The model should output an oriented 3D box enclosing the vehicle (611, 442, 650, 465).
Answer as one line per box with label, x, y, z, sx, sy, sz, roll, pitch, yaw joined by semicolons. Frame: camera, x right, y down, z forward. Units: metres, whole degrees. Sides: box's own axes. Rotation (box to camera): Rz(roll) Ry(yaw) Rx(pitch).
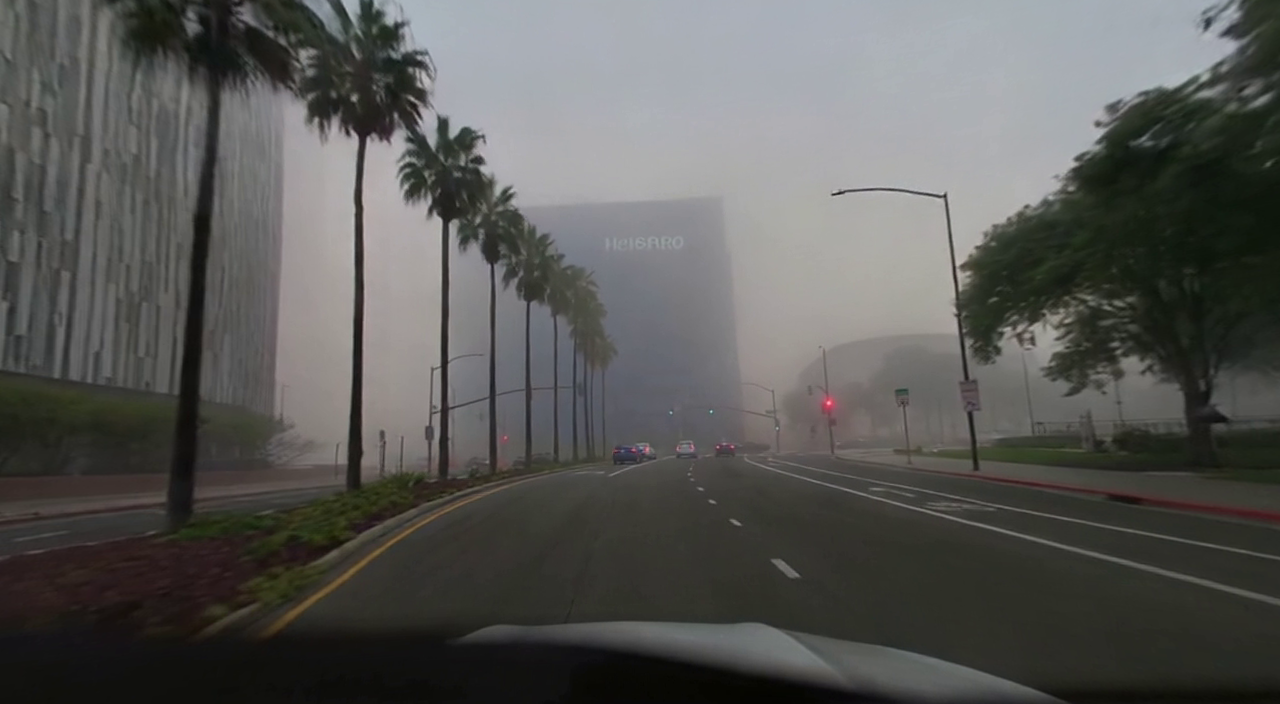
vehicle;-0.602;7.034;43.972;1.962;1.480;4.605;-2;-9;8
